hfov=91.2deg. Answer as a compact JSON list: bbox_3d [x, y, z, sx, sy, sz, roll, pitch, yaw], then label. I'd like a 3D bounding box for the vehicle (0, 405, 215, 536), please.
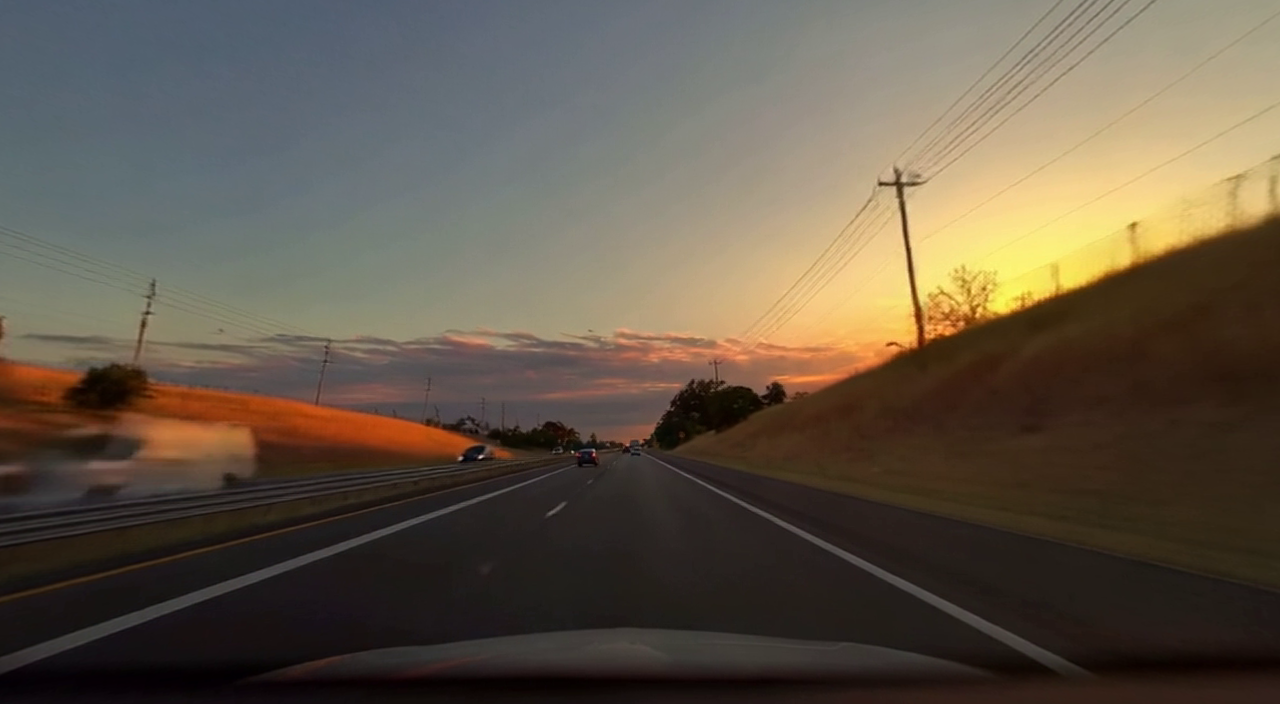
[{"bbox_3d":[-12.740,2.597,14.277,2.329,2.393,5.349,0,-9,-1],"label":"vehicle"}]

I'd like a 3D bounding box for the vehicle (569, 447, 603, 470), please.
[{"bbox_3d":[-3.881,7.741,45.642,2.123,1.545,4.404,0,-9,0],"label":"vehicle"}]
